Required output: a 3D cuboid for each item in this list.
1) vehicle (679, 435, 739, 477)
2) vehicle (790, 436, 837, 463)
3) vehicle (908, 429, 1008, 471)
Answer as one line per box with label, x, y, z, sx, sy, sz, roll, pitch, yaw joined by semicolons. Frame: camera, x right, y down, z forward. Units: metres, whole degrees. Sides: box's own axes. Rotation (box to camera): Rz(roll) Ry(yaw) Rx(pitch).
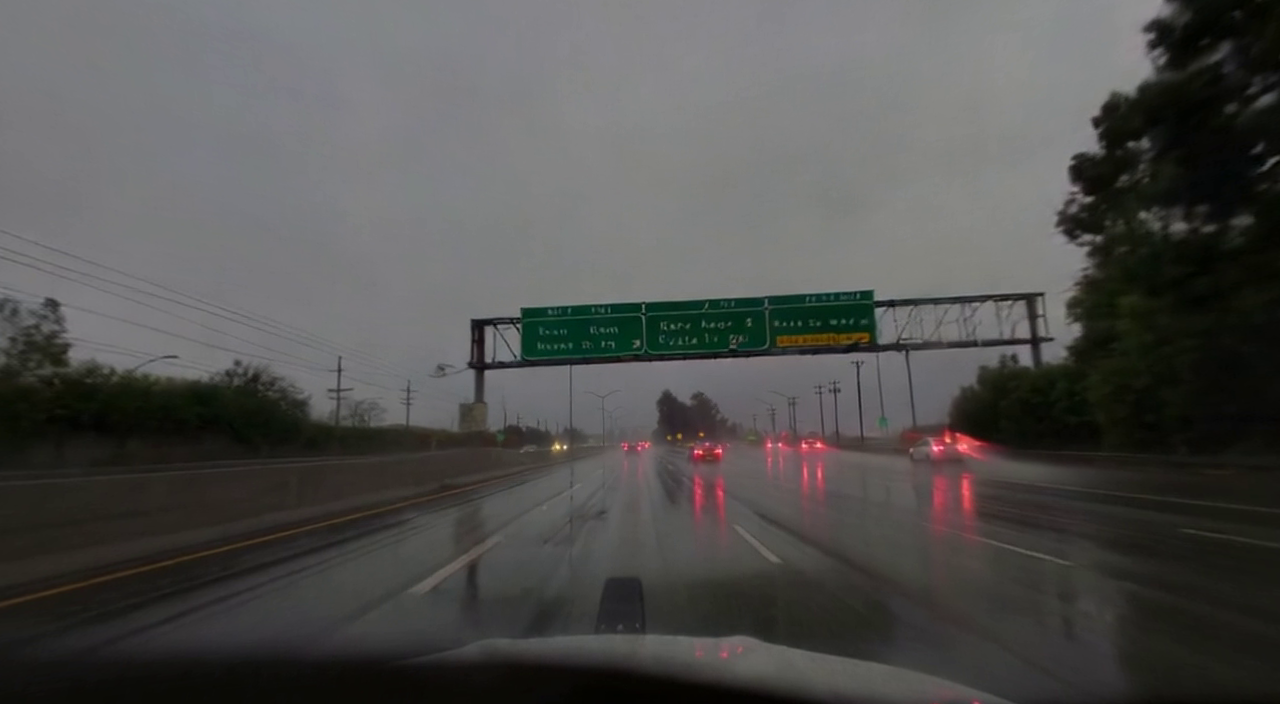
vehicle;2.937;4.531;27.762;1.997;1.638;4.281;0;-8;-2
vehicle;12.323;6.966;45.249;2.070;1.782;5.006;-1;-8;2
vehicle;15.684;4.881;31.617;2.190;1.911;5.658;0;-8;2
